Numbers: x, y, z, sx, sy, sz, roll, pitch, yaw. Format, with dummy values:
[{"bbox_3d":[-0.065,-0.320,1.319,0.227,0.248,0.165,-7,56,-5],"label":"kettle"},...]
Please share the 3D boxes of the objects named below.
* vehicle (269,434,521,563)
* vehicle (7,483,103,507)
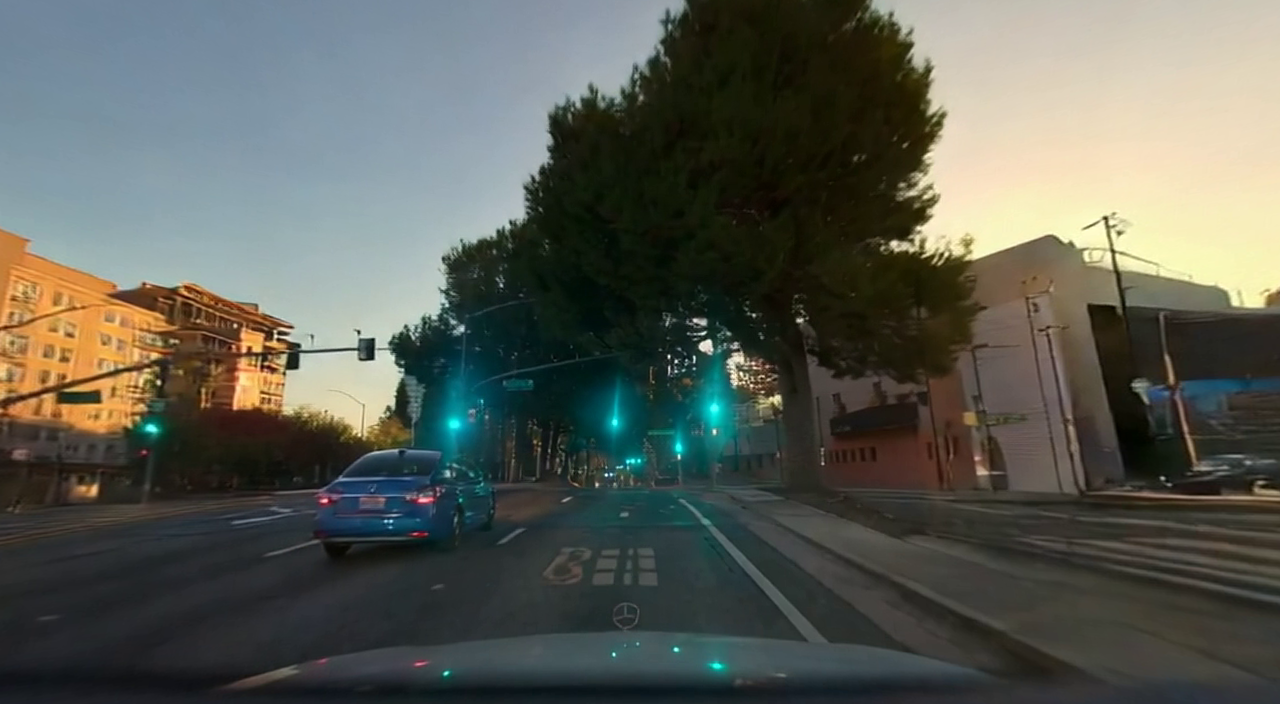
[{"bbox_3d":[-3.254,2.027,9.522,2.041,1.470,4.290,0,-9,1],"label":"vehicle"},{"bbox_3d":[-38.850,9.535,42.017,4.315,1.421,2.020,-1,-14,1],"label":"vehicle"}]
